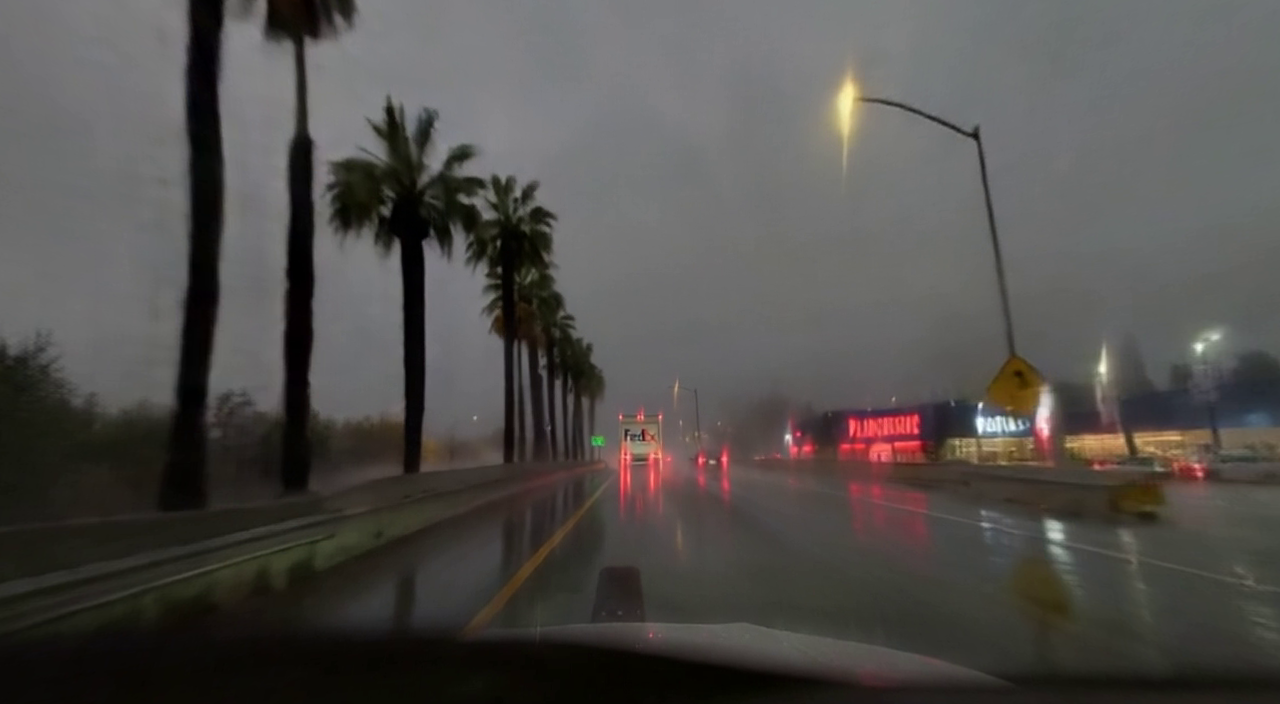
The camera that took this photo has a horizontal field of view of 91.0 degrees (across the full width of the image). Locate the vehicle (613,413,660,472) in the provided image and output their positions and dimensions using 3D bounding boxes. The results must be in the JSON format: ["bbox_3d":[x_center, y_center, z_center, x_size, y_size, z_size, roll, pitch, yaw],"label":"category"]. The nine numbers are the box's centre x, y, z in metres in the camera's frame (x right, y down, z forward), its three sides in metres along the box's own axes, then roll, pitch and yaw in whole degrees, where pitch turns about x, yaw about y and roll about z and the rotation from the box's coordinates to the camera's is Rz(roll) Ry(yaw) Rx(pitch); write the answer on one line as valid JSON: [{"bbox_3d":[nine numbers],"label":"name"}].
[{"bbox_3d":[-0.287,7.226,49.914,3.243,4.134,11.656,0,-9,0],"label":"vehicle"}]

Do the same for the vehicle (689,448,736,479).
[{"bbox_3d":[3.836,5.968,33.987,1.966,1.558,4.238,0,-9,-1],"label":"vehicle"}]
